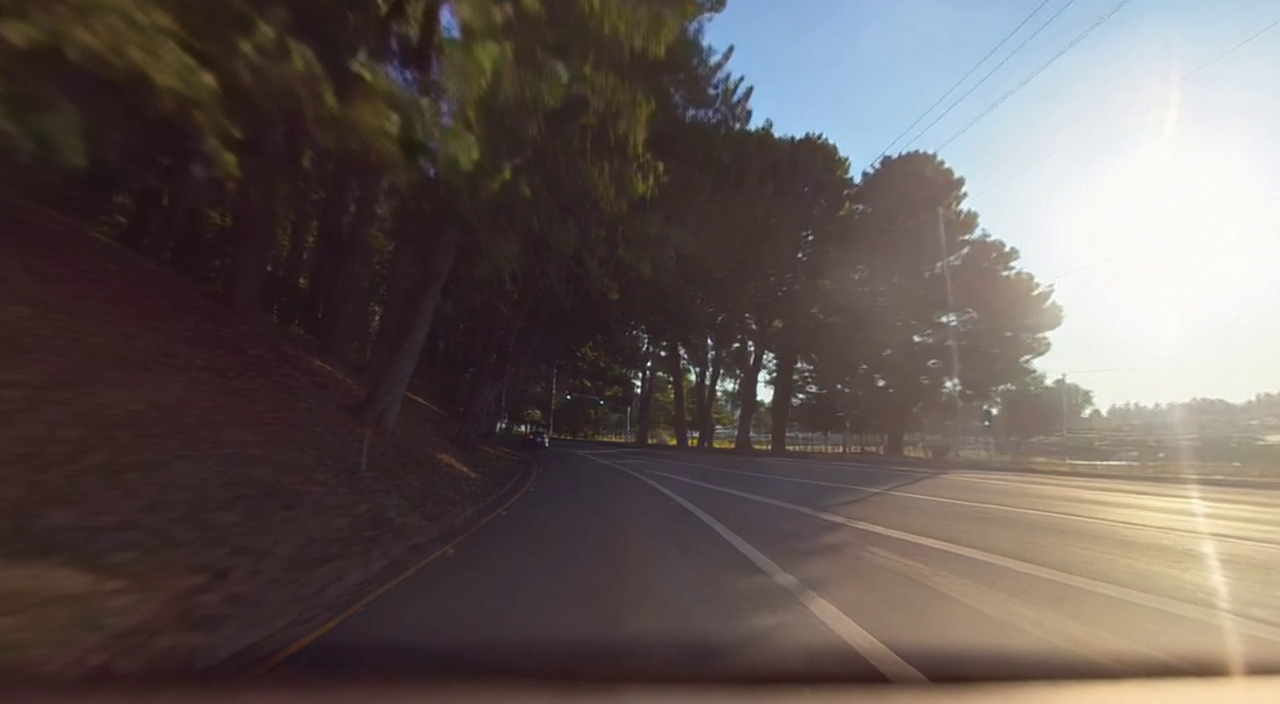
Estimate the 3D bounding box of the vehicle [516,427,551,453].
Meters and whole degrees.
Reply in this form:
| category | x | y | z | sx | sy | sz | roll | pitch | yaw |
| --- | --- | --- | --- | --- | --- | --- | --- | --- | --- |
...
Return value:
| category | x | y | z | sx | sy | sz | roll | pitch | yaw |
| --- | --- | --- | --- | --- | --- | --- | --- | --- | --- |
| vehicle | -7.689 | 6.347 | 45.127 | 1.947 | 1.729 | 4.051 | 2 | -8 | -17 |
